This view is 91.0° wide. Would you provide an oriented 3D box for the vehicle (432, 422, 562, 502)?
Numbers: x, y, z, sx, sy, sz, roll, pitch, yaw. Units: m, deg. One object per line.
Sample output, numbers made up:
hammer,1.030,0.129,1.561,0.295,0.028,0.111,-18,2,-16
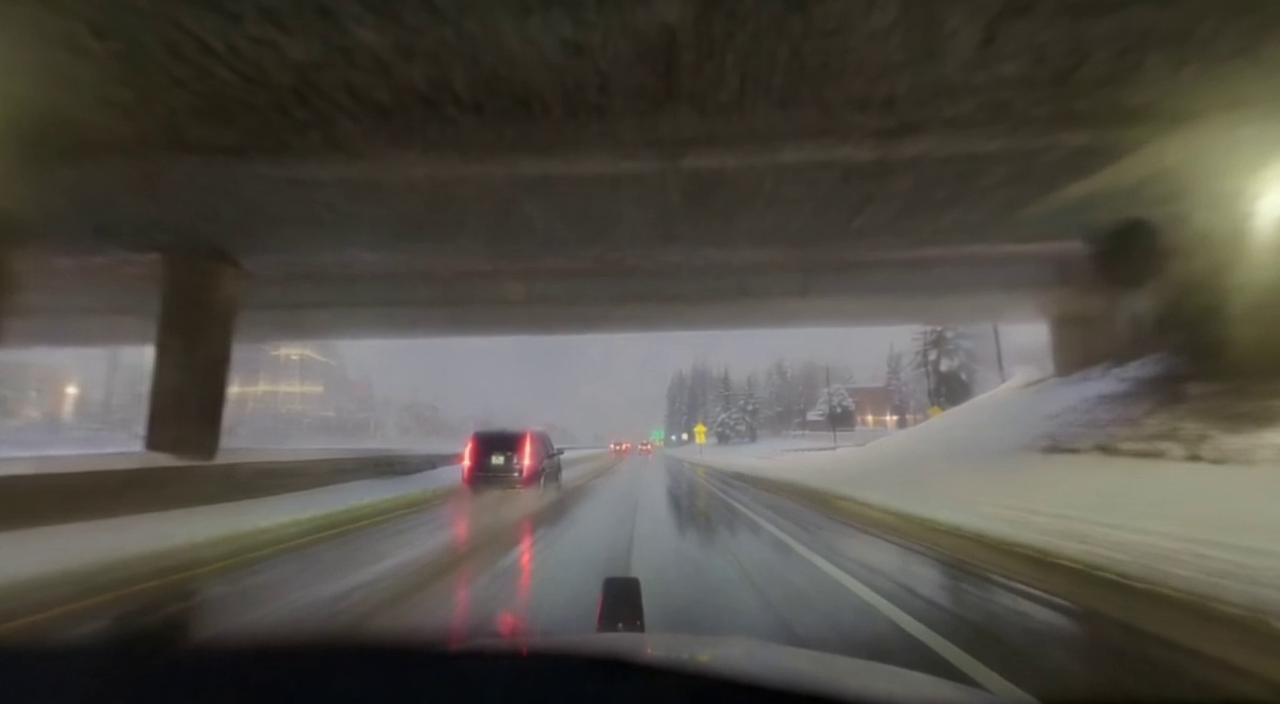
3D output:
vehicle,-3.427,2.760,16.198,2.203,1.734,4.600,0,-9,1
